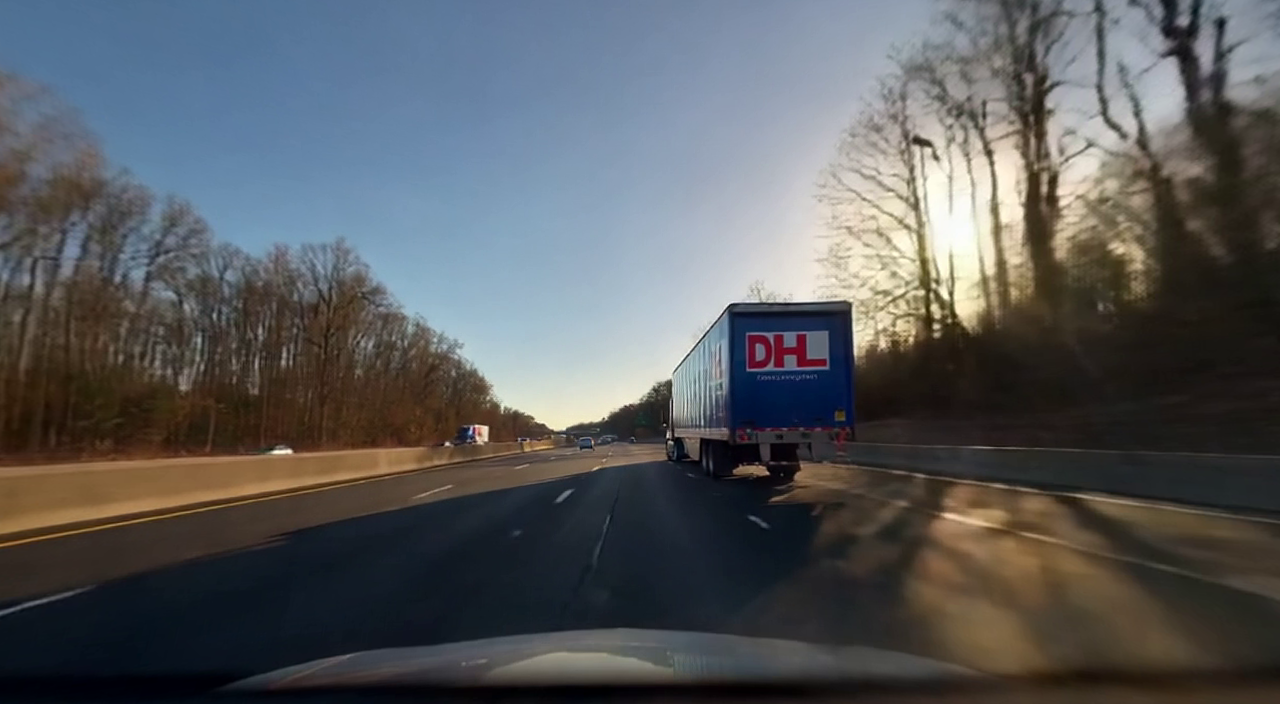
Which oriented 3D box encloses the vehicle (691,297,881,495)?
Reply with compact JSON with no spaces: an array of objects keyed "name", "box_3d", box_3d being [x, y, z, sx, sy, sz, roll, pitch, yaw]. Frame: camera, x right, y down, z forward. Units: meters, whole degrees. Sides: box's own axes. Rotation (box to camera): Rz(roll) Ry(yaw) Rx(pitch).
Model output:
[{"name":"vehicle","box_3d":[3.448,1.481,17.832,3.011,4.211,8.926,0,-8,-1]}]
